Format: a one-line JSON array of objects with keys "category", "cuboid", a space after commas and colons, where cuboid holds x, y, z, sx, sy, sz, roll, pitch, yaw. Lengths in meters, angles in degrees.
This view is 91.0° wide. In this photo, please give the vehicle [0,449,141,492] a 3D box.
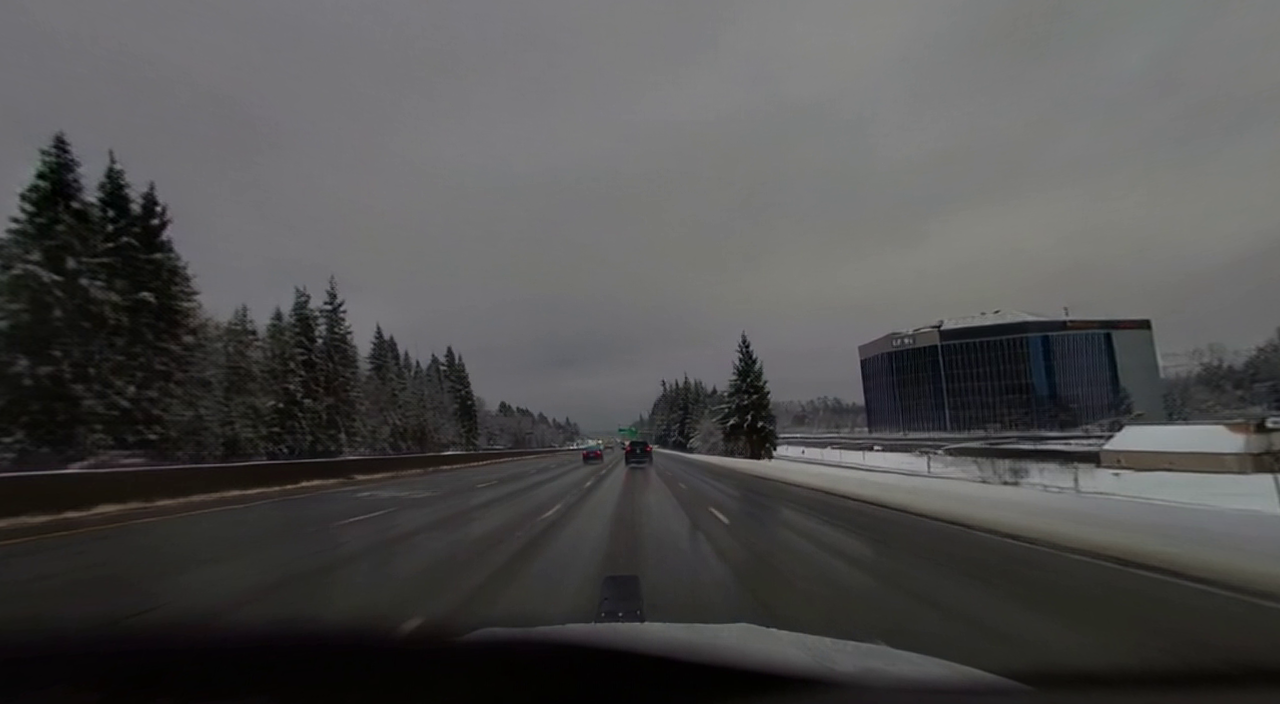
[{"category": "vehicle", "cuboid": [-26.863, 5.535, 29.814, 2.019, 1.778, 5.299, 0, -8, 0]}]

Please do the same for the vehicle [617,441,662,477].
[{"category": "vehicle", "cuboid": [-0.048, 5.927, 35.102, 2.302, 1.810, 4.707, 0, -8, -1]}]
